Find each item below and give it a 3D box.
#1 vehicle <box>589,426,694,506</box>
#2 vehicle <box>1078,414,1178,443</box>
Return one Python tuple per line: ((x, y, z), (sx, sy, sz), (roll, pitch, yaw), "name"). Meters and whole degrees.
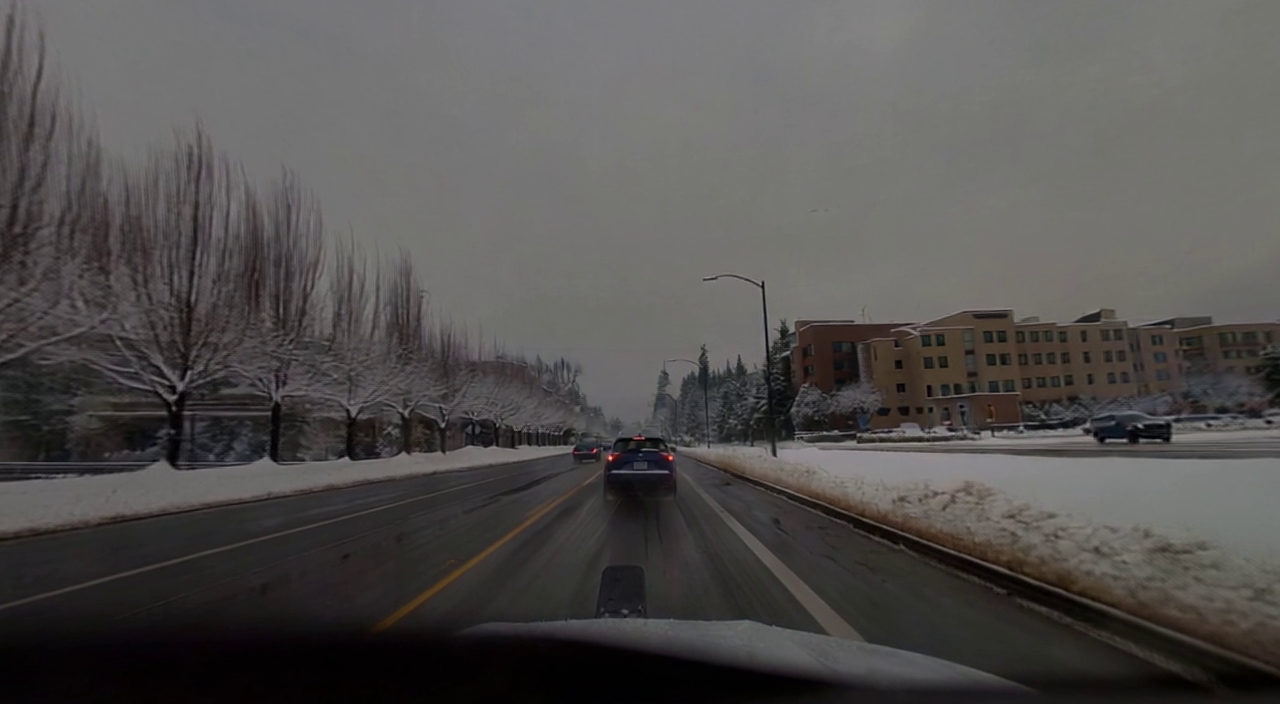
((0.052, 2.695, 15.305), (2.199, 1.652, 4.101), (0, -8, 1), "vehicle")
((31.923, 5.099, 41.463), (4.903, 1.767, 2.105), (-5, -10, 31), "vehicle")
